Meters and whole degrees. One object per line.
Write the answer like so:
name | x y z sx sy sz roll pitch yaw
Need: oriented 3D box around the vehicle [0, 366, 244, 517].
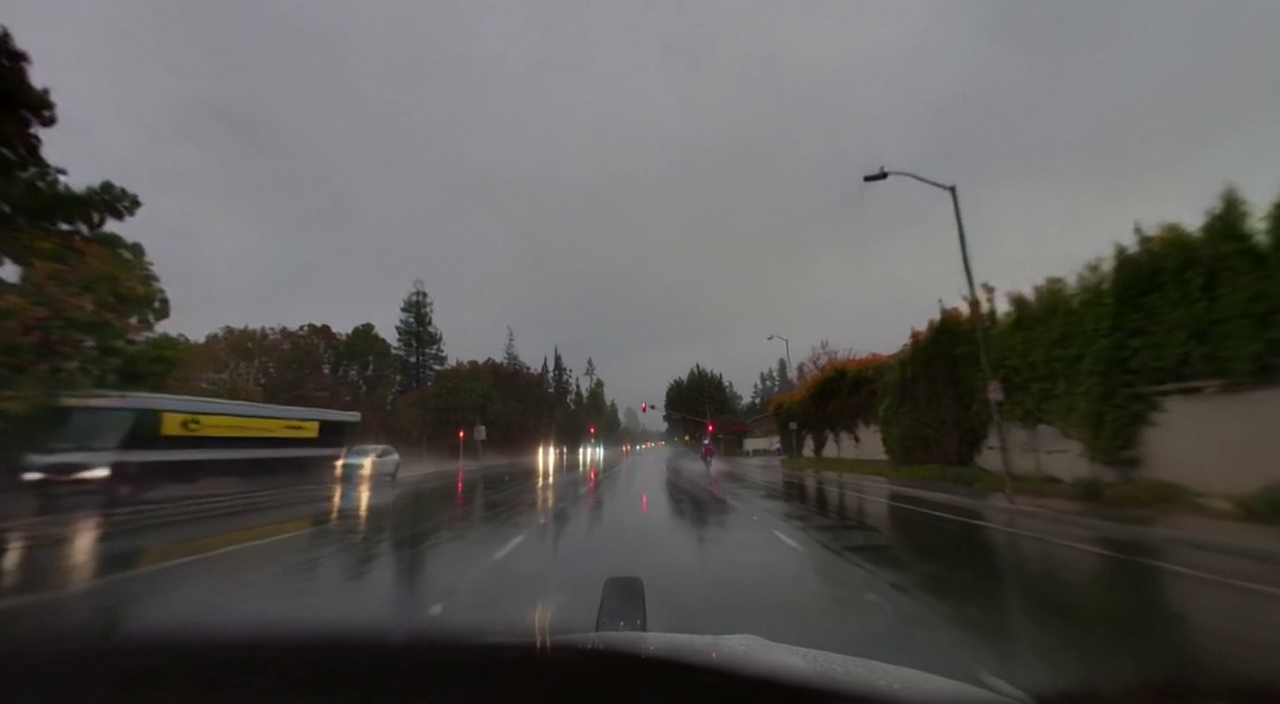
vehicle | -17.216 2.931 20.710 3.027 3.971 8.006 -1 -8 1

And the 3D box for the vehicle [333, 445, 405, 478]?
vehicle | -13.560 5.495 31.769 1.899 1.522 3.865 0 -9 0
